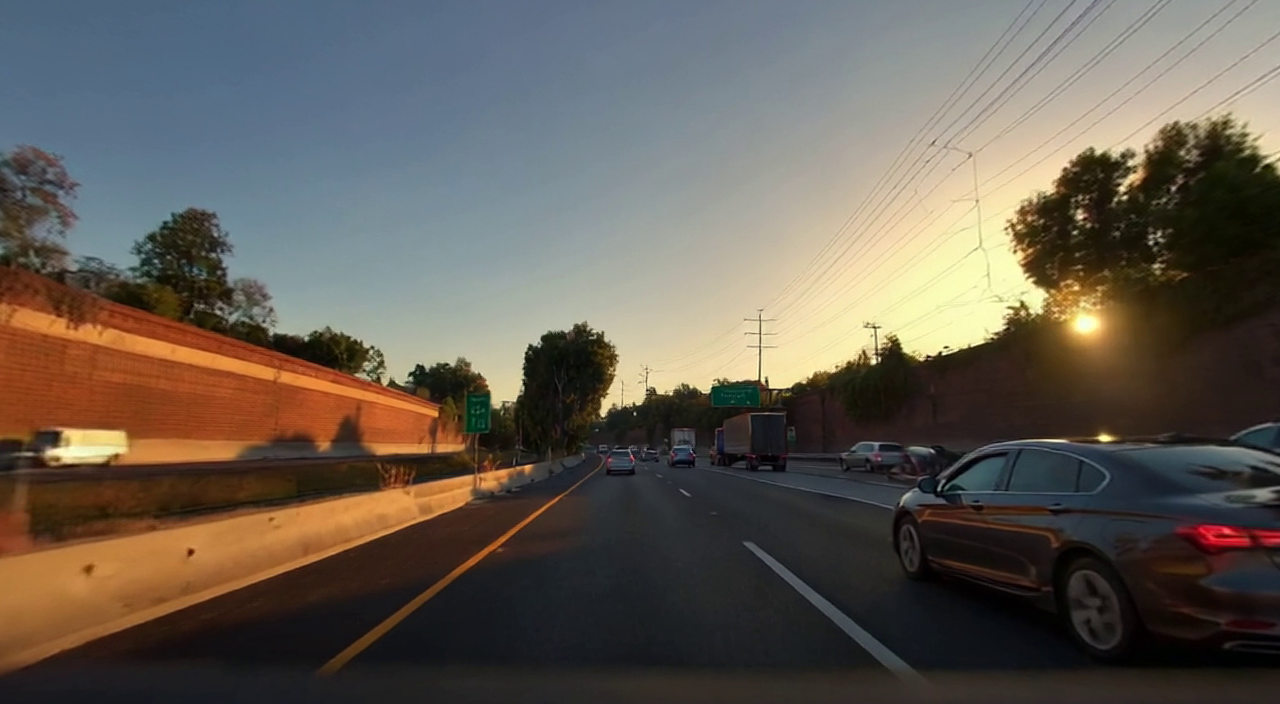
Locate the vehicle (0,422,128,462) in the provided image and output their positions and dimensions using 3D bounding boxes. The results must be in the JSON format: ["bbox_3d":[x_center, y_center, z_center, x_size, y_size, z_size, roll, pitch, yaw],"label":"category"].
[{"bbox_3d":[-34.841,5.417,37.787,2.471,2.188,7.394,0,-9,-3],"label":"vehicle"}]

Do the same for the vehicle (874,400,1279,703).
[{"bbox_3d":[3.289,1.160,3.958,1.922,1.465,4.165,0,-9,-2],"label":"vehicle"}]

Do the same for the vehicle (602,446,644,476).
[{"bbox_3d":[-0.906,5.746,33.502,2.083,1.477,3.965,0,-9,-2],"label":"vehicle"}]

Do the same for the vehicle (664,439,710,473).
[{"bbox_3d":[2.643,6.040,36.832,2.114,1.849,4.692,0,-9,-3],"label":"vehicle"}]
